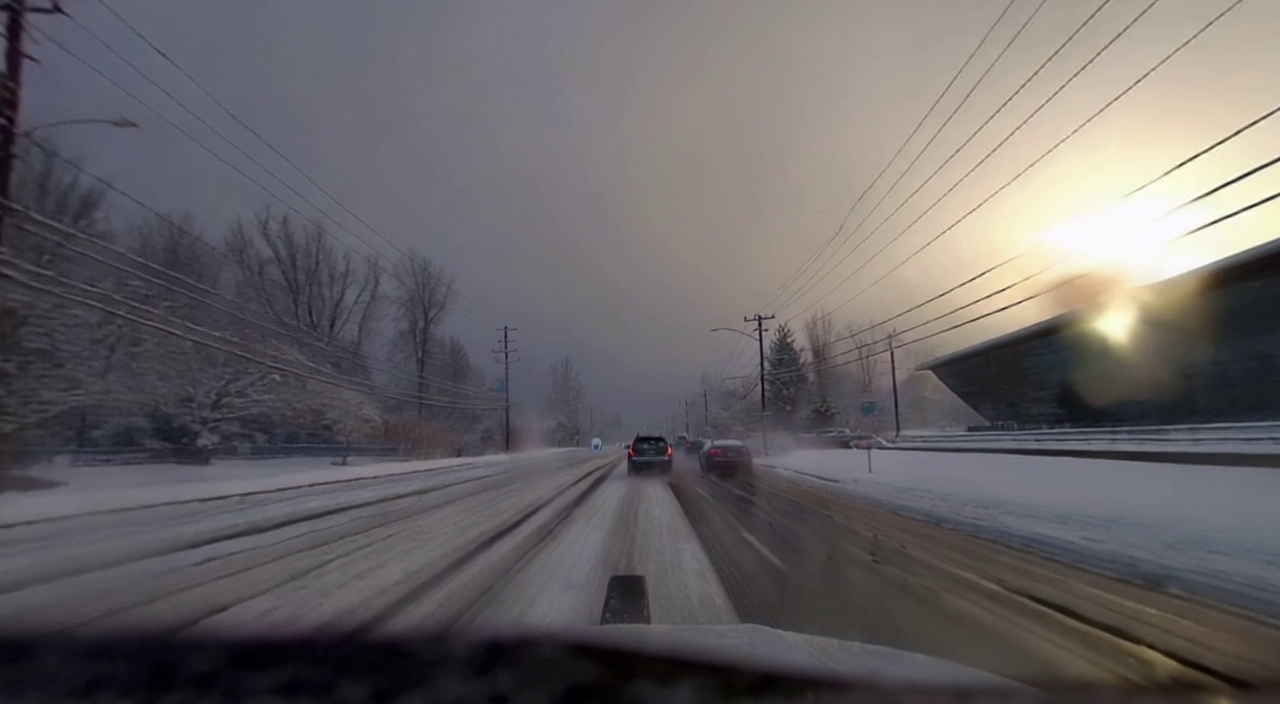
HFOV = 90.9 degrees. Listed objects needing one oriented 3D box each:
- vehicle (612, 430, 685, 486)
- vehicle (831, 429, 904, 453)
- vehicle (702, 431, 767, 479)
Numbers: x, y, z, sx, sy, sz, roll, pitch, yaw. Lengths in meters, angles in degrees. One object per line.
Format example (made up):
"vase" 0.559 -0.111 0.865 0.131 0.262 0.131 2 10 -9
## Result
"vehicle" 0.273 3.509 21.157 2.200 1.653 4.127 0 -8 0
"vehicle" 15.987 6.297 44.522 4.366 1.701 1.965 0 -8 0
"vehicle" 3.594 4.002 24.697 1.914 1.698 4.049 0 -8 0
